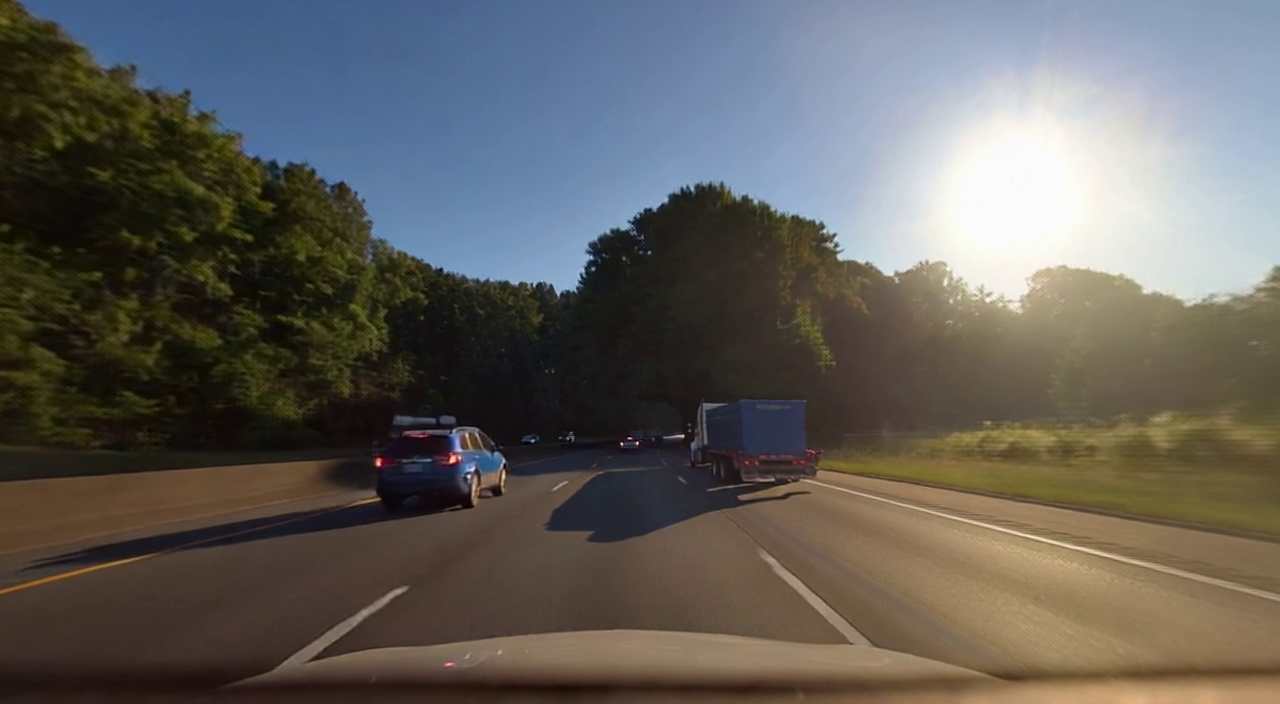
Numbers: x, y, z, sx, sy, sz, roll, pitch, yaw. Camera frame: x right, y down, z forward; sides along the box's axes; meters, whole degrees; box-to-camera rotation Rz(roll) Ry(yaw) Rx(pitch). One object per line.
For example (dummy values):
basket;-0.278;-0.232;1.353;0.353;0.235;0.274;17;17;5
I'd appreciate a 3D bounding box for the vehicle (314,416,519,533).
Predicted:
vehicle;-3.459;1.959;10.743;2.008;1.588;4.147;0;-8;-1

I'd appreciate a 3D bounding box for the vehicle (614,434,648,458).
vehicle;-0.553;6.324;42.724;2.195;1.529;4.572;0;-8;0

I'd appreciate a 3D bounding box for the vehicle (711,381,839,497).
vehicle;3.230;2.196;16.070;2.256;2.568;4.049;0;-8;-1
